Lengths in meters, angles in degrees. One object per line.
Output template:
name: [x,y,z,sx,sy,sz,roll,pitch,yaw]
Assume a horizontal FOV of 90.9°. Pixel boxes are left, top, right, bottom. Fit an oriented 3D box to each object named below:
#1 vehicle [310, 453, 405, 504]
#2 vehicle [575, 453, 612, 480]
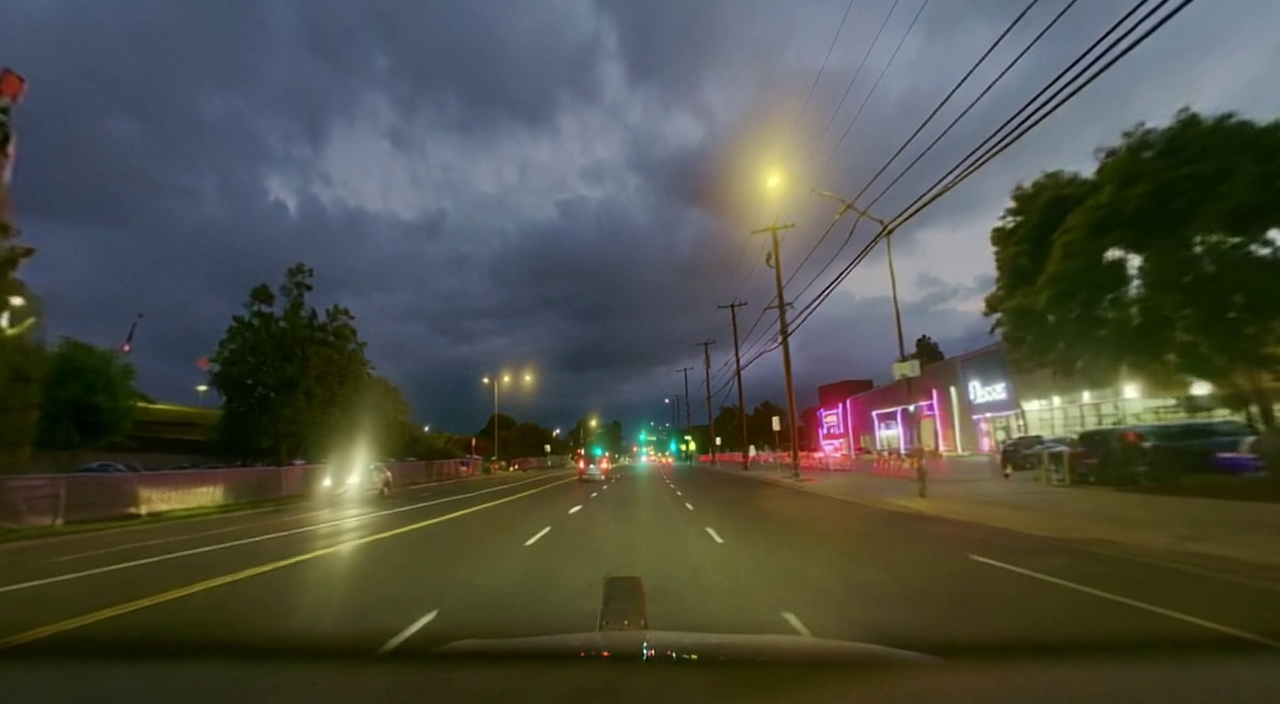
vehicle: [-11.927,5.333,26.988,2.052,1.898,4.253,0,-9,1]
vehicle: [-2.973,7.448,41.097,2.036,1.589,4.549,0,-9,1]
